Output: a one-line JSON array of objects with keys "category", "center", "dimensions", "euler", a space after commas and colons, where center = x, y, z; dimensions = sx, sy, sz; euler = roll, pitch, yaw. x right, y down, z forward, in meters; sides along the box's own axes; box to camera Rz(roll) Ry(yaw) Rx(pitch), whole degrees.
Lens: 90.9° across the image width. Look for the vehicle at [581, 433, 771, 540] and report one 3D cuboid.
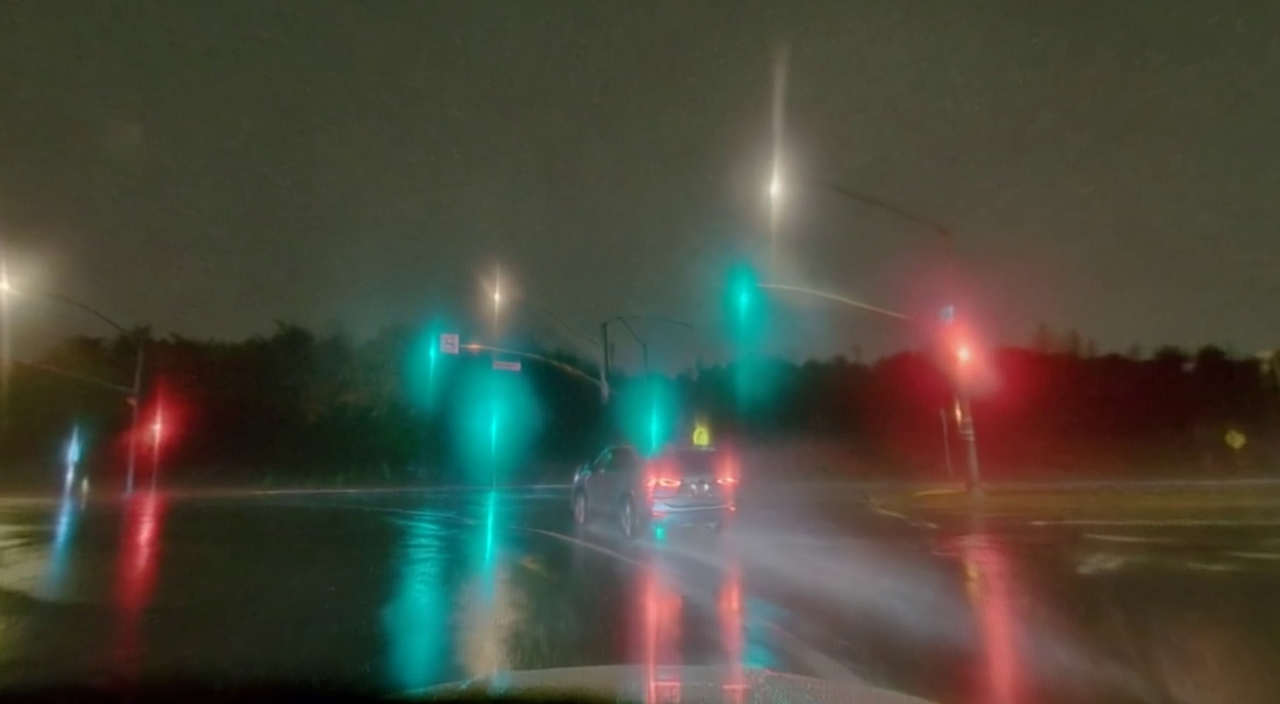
[{"category": "vehicle", "center": [0.456, 2.448, 12.193], "dimensions": [1.938, 1.648, 4.211], "euler": [4, -9, -24]}]
